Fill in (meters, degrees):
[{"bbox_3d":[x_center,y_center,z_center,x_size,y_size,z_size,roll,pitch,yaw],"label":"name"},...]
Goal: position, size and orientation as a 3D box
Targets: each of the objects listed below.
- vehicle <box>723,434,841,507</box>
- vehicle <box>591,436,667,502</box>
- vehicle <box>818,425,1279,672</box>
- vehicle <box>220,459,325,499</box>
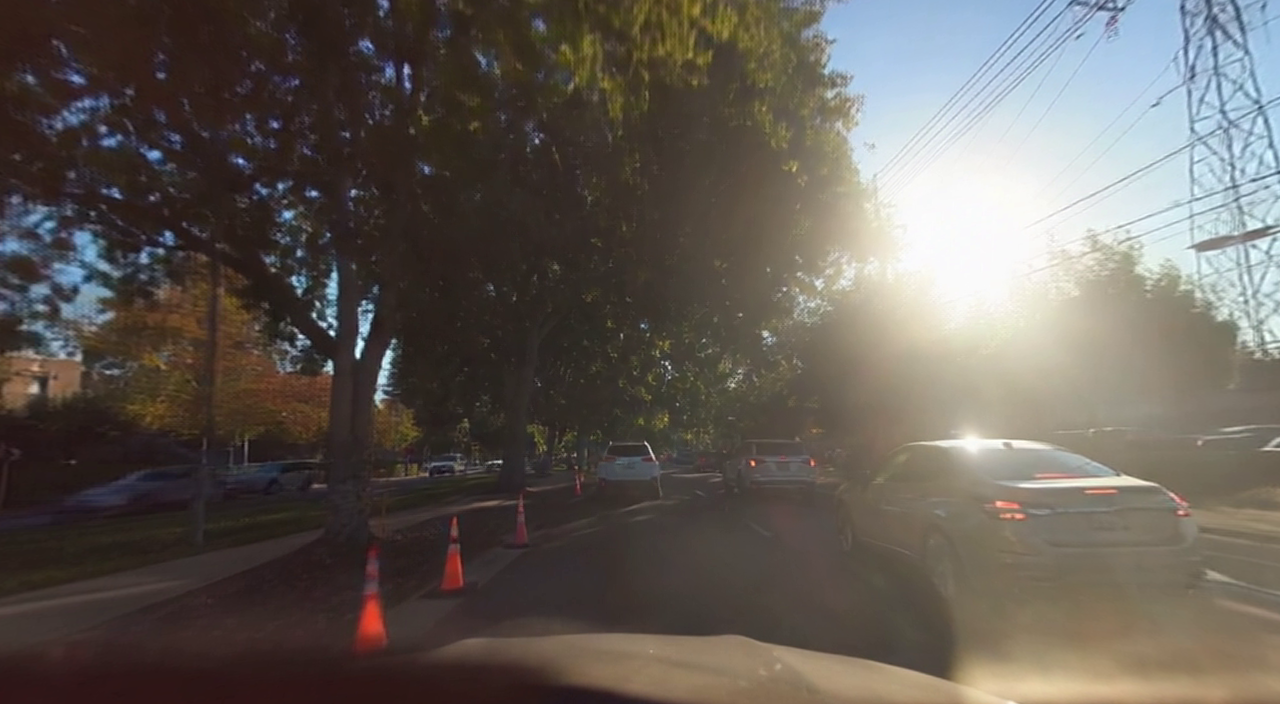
[{"bbox_3d":[3.783,3.240,17.851,2.116,1.726,4.672,0,-8,-2],"label":"vehicle"},{"bbox_3d":[-0.313,3.434,19.022,2.050,1.745,3.915,-1,-8,0],"label":"vehicle"},{"bbox_3d":[3.425,1.514,6.166,1.977,1.460,4.565,0,-8,-1],"label":"vehicle"},{"bbox_3d":[-16.226,5.606,28.244,1.973,1.457,4.564,-1,-8,0],"label":"vehicle"}]
